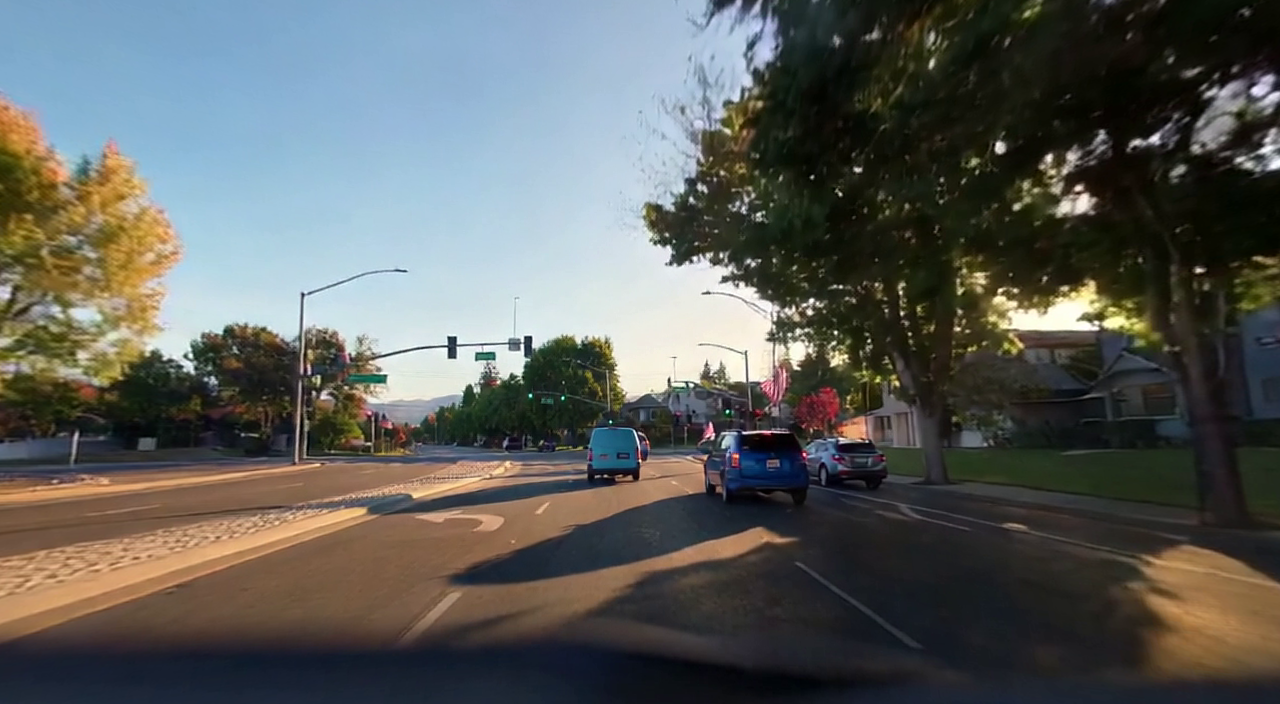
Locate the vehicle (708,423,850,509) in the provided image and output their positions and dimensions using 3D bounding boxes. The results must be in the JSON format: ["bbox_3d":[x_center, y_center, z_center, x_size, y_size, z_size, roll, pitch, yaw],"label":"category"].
[{"bbox_3d":[3.028,2.601,14.887,2.024,1.686,4.588,0,-8,-4],"label":"vehicle"}]

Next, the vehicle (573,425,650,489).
[{"bbox_3d":[-1.054,3.353,20.527,2.185,1.822,4.583,1,-8,-6],"label":"vehicle"}]
